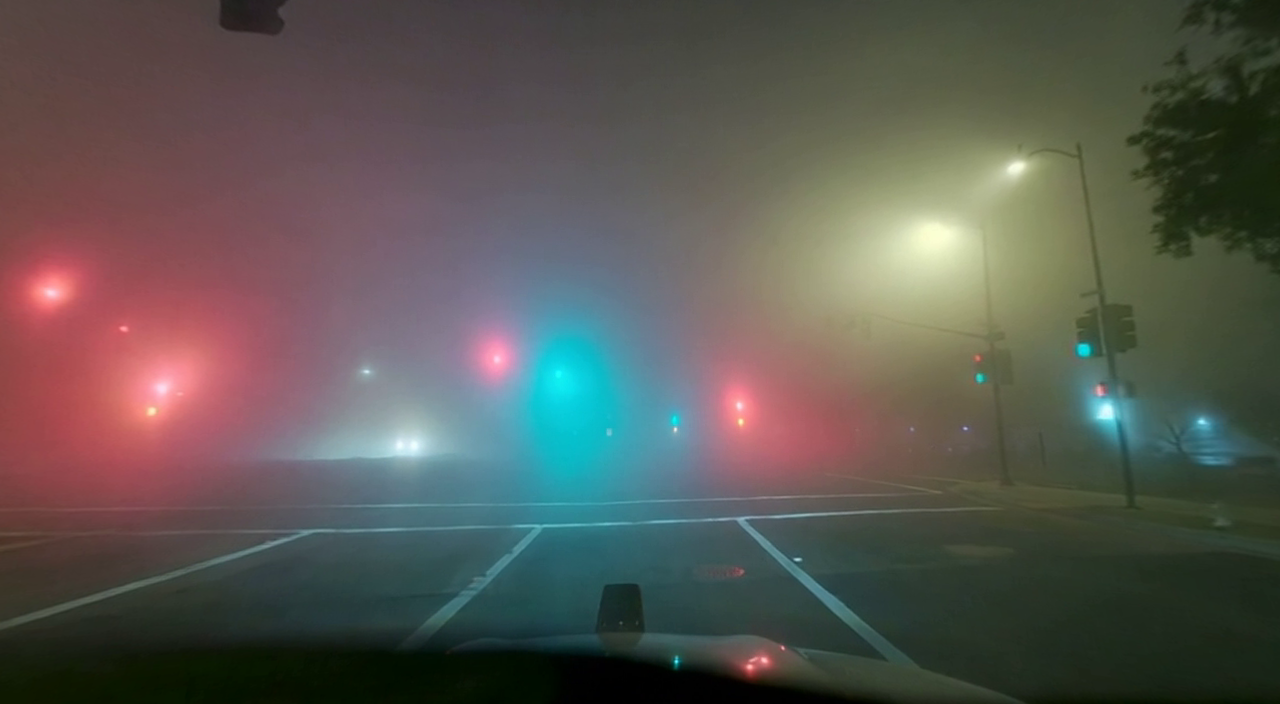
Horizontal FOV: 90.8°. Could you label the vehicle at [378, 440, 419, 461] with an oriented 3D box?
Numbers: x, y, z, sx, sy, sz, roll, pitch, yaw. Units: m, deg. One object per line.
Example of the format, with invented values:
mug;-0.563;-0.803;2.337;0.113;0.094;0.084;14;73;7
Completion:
vehicle;-17.912;7.303;47.075;1.969;1.464;4.485;1;-9;-10
